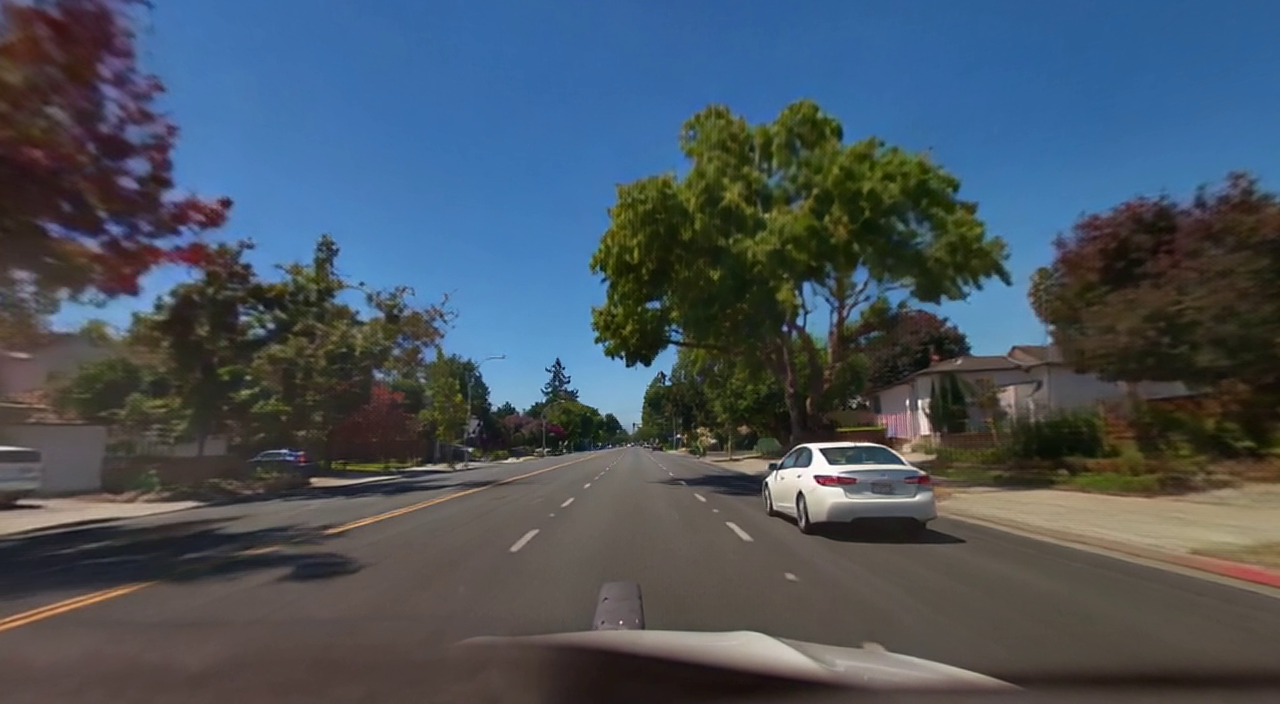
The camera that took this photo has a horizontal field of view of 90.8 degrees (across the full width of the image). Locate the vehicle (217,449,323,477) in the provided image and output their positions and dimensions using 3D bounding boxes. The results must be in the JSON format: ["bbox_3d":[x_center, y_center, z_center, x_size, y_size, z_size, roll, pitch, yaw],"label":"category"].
[{"bbox_3d":[-20.566,6.160,35.254,4.689,1.466,1.969,0,-9,0],"label":"vehicle"}]

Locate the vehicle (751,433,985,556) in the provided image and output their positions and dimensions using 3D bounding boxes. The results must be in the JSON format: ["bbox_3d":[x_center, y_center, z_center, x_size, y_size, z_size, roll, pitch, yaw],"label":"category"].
[{"bbox_3d":[3.182,2.079,9.939,2.057,1.493,4.225,0,-9,-1],"label":"vehicle"}]
